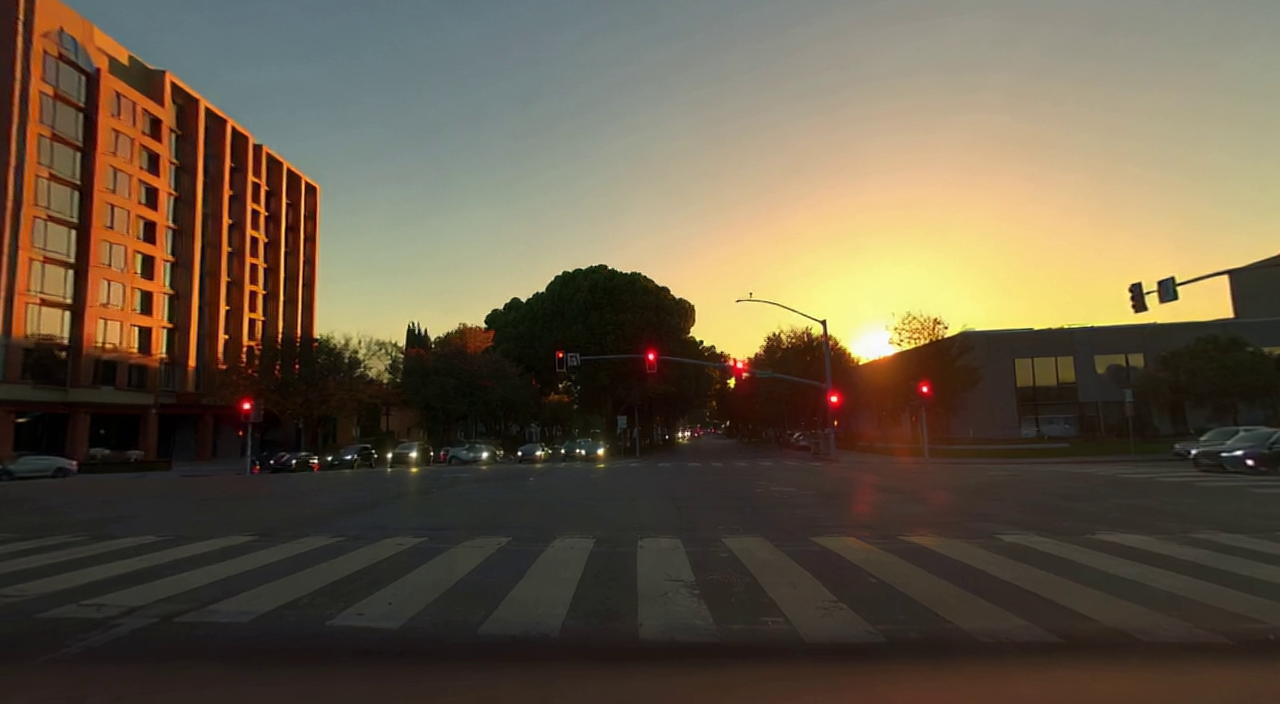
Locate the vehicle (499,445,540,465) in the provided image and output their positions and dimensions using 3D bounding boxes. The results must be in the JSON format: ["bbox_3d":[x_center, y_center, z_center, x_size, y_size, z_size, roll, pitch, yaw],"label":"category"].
[{"bbox_3d":[-8.095,6.946,42.620,1.910,1.321,3.692,0,-9,2],"label":"vehicle"}]

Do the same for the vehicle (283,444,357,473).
[{"bbox_3d":[-21.698,7.217,42.968,2.032,1.839,4.884,-1,-9,7],"label":"vehicle"}]

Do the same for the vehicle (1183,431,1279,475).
[{"bbox_3d":[22.316,3.551,22.251,4.474,1.477,1.908,0,-9,-3],"label":"vehicle"}]

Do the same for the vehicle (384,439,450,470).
[{"bbox_3d":[-15.142,6.986,43.161,2.340,1.946,5.450,0,-9,2],"label":"vehicle"}]

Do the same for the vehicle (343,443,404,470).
[{"bbox_3d":[-18.543,7.276,43.992,2.237,1.801,4.541,0,-9,1],"label":"vehicle"}]

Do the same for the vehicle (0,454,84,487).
[{"bbox_3d":[-29.617,5.589,29.754,4.512,1.436,1.899,4,-10,-27],"label":"vehicle"}]

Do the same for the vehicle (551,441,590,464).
[{"bbox_3d":[-4.534,6.645,41.669,1.954,1.431,4.050,-1,-9,2],"label":"vehicle"}]

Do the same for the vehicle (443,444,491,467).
[{"bbox_3d":[-11.641,6.998,42.724,1.911,1.476,4.297,-1,-9,2],"label":"vehicle"}]
